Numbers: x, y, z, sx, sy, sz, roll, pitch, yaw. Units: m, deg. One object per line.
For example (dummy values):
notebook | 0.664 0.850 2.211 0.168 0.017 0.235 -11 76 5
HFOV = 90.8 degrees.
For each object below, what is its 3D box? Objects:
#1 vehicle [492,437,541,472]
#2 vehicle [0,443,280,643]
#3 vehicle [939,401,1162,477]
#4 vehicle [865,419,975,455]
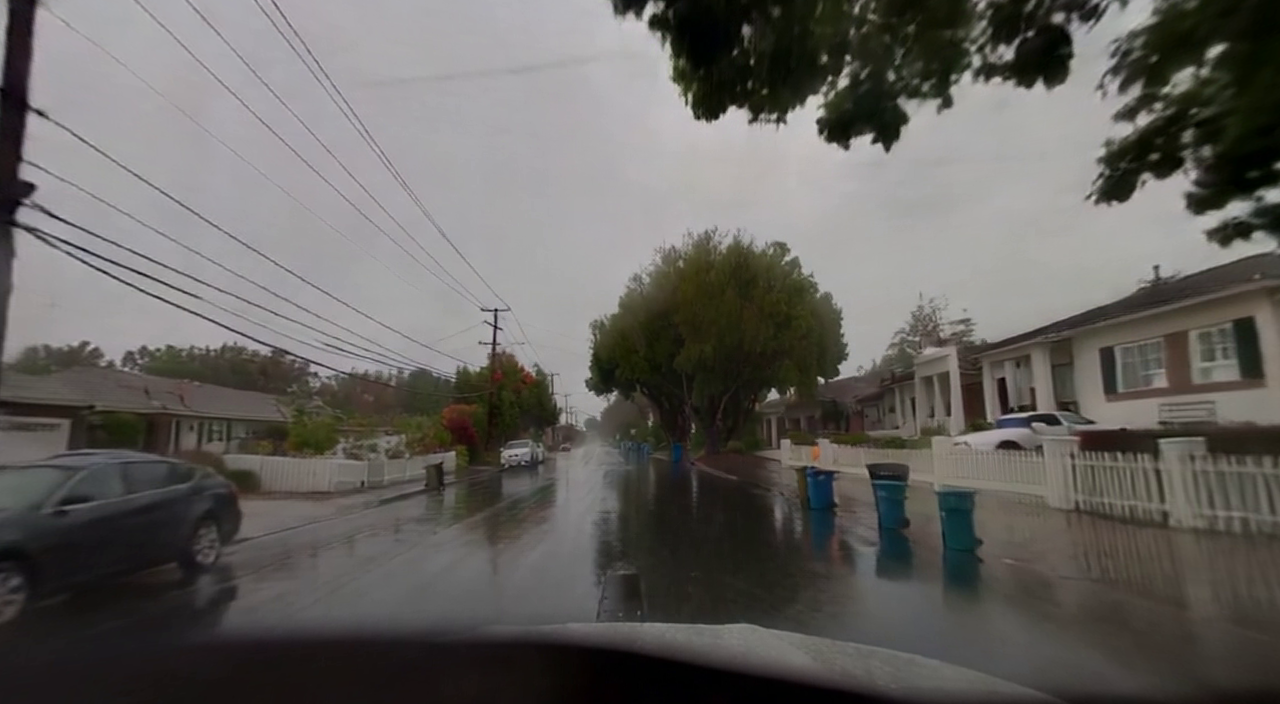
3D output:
vehicle | -7.738 6.507 40.144 2.240 1.940 5.429 -2 -9 -3
vehicle | -6.328 1.884 6.924 1.954 1.551 5.128 -3 -7 -2
vehicle | 10.536 2.346 16.572 4.293 1.657 1.961 -4 -12 6
vehicle | 14.587 4.462 33.092 4.842 1.728 1.875 1 -9 -1
